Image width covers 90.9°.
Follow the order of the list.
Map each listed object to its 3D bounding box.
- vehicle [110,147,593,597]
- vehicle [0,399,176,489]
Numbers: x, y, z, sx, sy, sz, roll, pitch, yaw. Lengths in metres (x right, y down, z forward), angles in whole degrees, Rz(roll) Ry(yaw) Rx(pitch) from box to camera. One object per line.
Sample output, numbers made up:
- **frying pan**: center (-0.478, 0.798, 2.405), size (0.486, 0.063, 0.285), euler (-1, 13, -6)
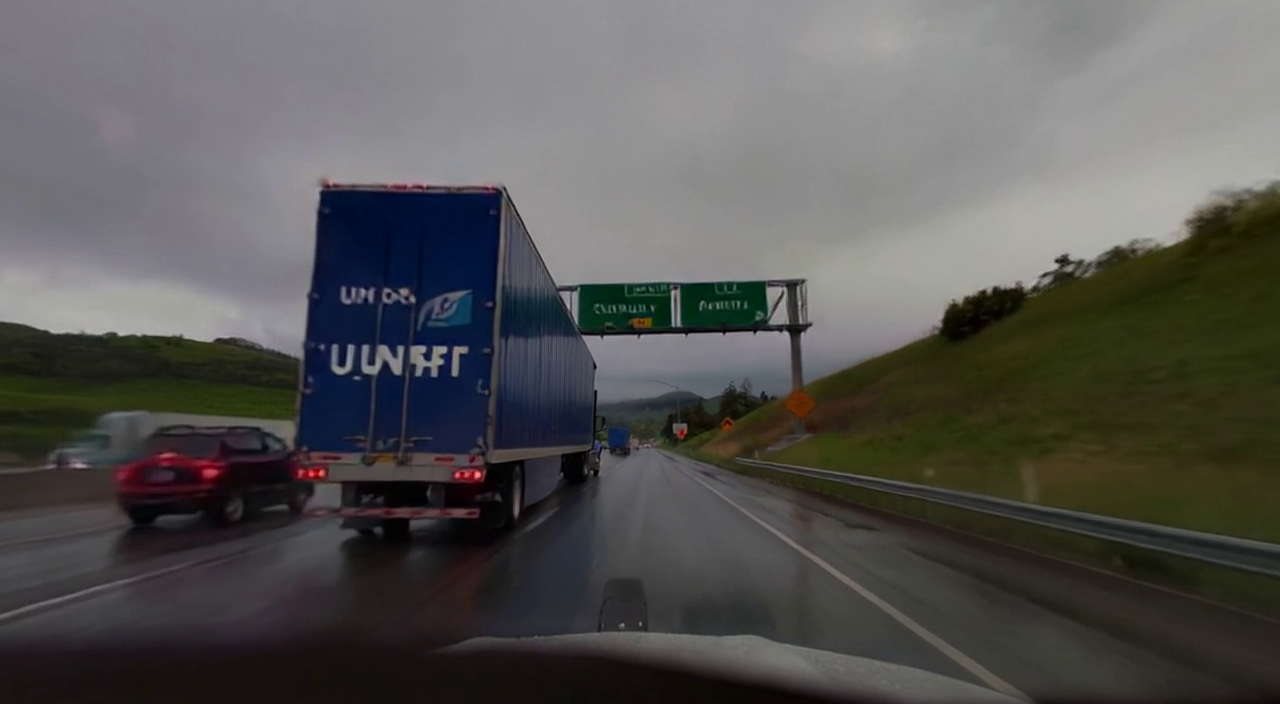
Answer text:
- **vehicle**: center (-3.247, 1.242, 14.110), size (3.202, 4.352, 16.251), euler (0, -8, 0)
- **vehicle**: center (-27.731, 4.536, 31.421), size (2.981, 3.863, 8.250), euler (0, -8, -2)
